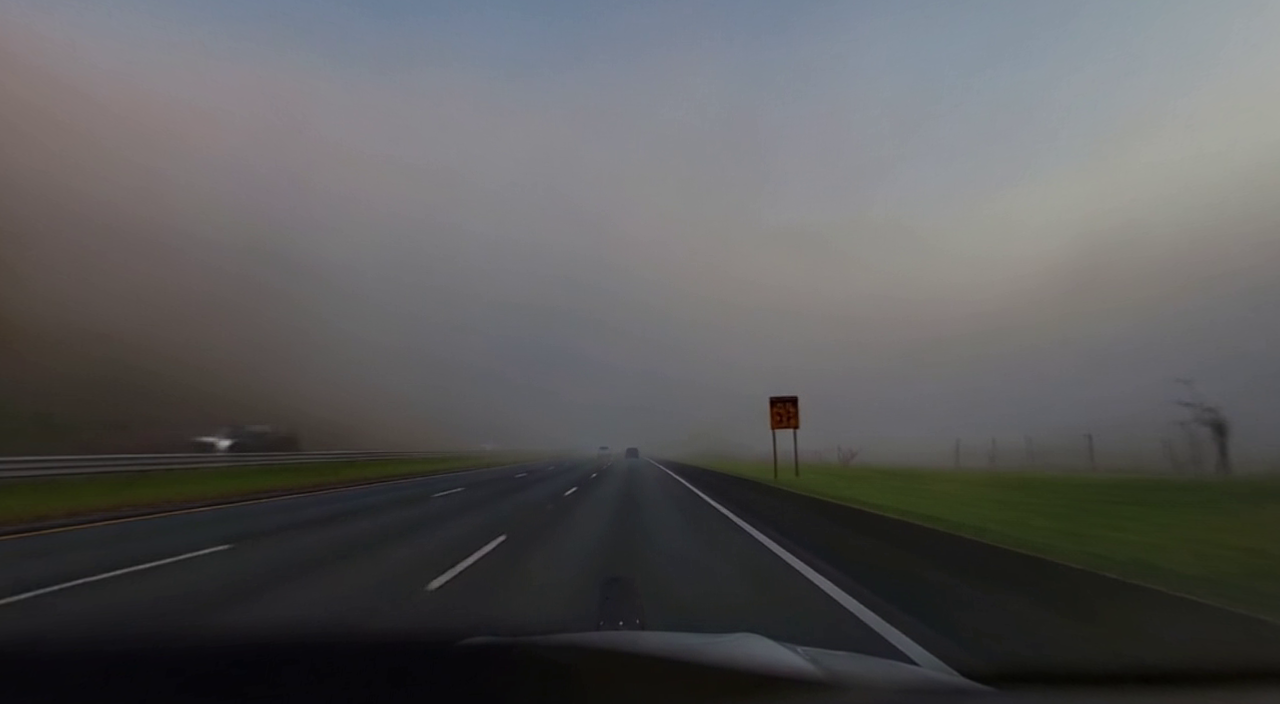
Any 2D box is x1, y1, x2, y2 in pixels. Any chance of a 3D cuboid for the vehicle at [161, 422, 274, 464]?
[{"bbox_3d":[-19.226,4.199,29.009,1.984,1.749,4.632,0,-9,-1],"label":"vehicle"}]
